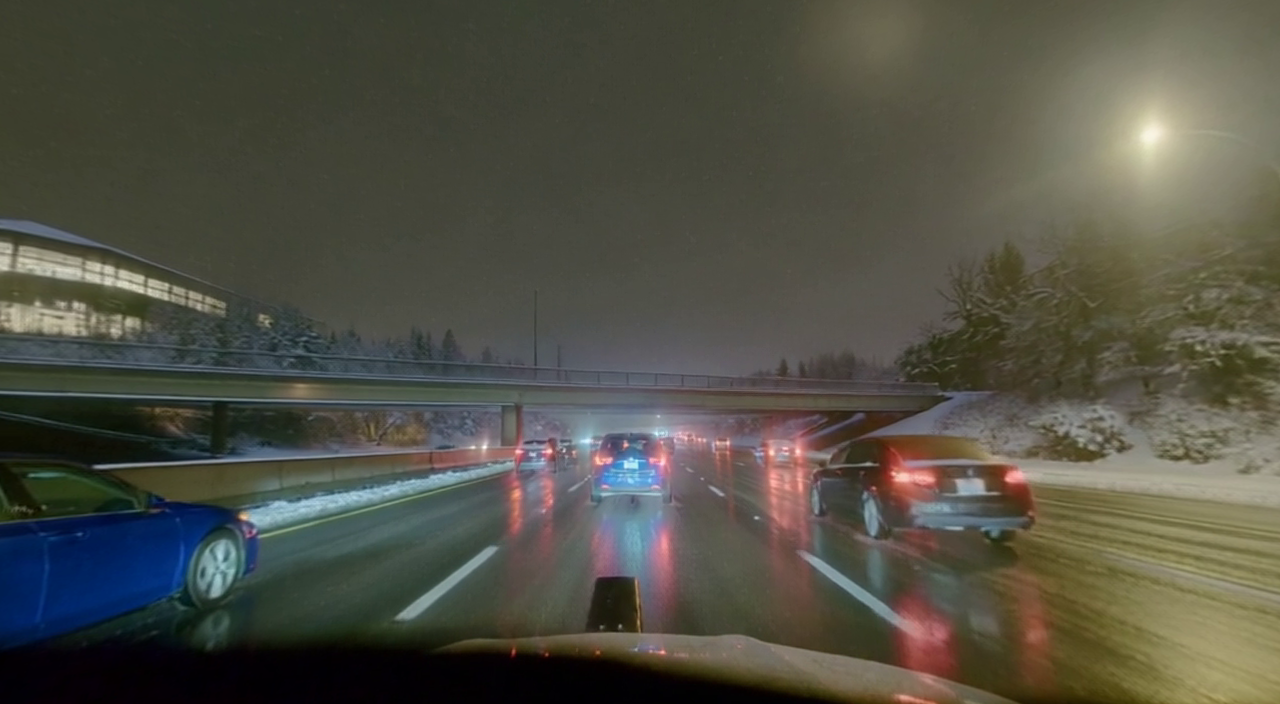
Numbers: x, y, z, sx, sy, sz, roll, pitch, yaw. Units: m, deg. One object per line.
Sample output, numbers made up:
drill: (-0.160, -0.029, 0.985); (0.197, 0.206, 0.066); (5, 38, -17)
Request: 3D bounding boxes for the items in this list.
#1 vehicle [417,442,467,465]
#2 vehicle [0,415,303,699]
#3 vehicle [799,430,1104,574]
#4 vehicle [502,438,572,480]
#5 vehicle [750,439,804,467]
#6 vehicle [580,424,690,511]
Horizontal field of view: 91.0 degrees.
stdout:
vehicle: (-14.584, 7.514, 46.651); (2.021, 1.561, 4.722); (0, -9, 2)
vehicle: (-4.340, 1.163, 3.921); (1.974, 1.478, 4.412); (0, -9, 1)
vehicle: (3.882, 1.941, 9.017); (2.031, 1.492, 4.577); (0, -9, 0)
vehicle: (-3.968, 4.205, 25.020); (1.947, 1.516, 4.295); (0, -9, 1)
vehicle: (7.842, 5.835, 36.486); (2.049, 1.521, 4.604); (0, -9, -1)
vehicle: (-0.071, 2.606, 14.598); (2.181, 1.697, 4.021); (0, -9, 1)
